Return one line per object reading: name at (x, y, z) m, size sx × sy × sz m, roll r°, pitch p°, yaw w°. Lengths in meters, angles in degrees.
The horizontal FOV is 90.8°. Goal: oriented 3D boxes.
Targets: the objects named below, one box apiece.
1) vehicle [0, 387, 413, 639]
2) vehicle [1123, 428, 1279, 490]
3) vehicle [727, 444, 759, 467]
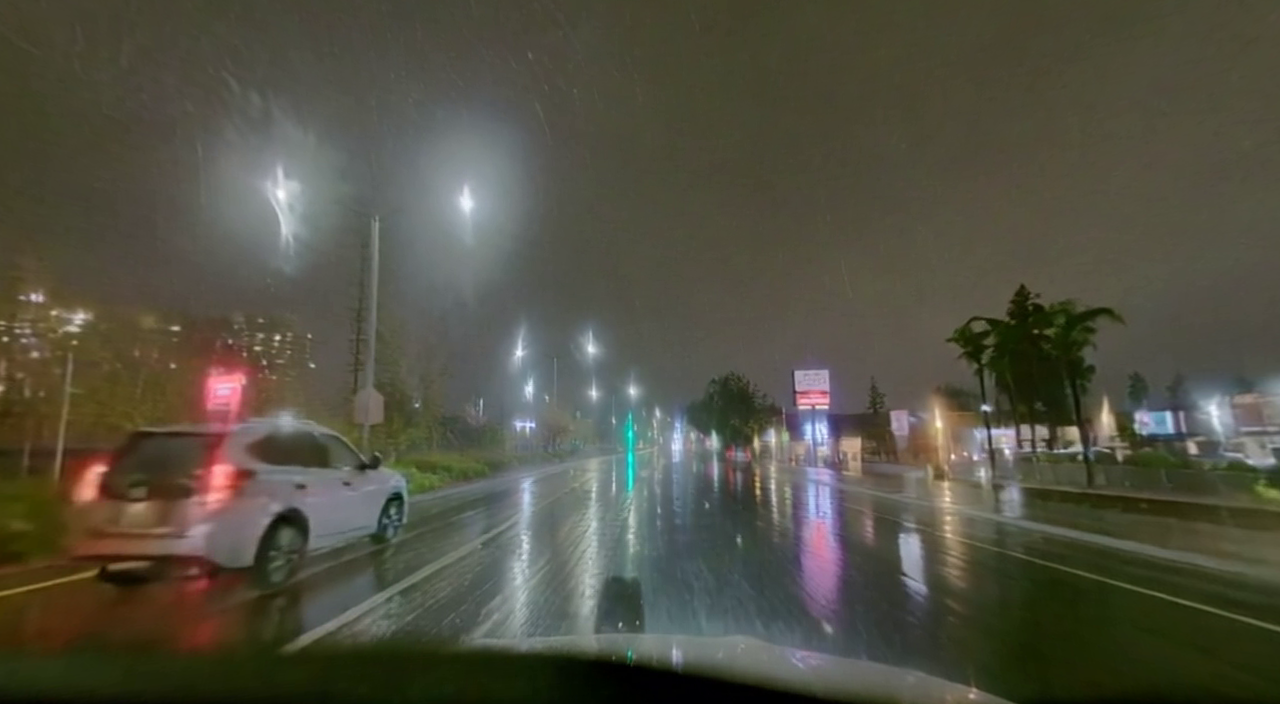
vehicle at (-4.540, 1.563, 7.168) m, size 2.238 × 1.864 × 4.740 m, roll 0°, pitch -9°, yaw -1°
vehicle at (16.598, 2.985, 17.794) m, size 4.355 × 1.602 × 1.932 m, roll 0°, pitch -9°, yaw -1°
vehicle at (7.785, 7.865, 48.137) m, size 1.974 × 1.635 × 4.043 m, roll -1°, pitch -9°, yaw 4°
